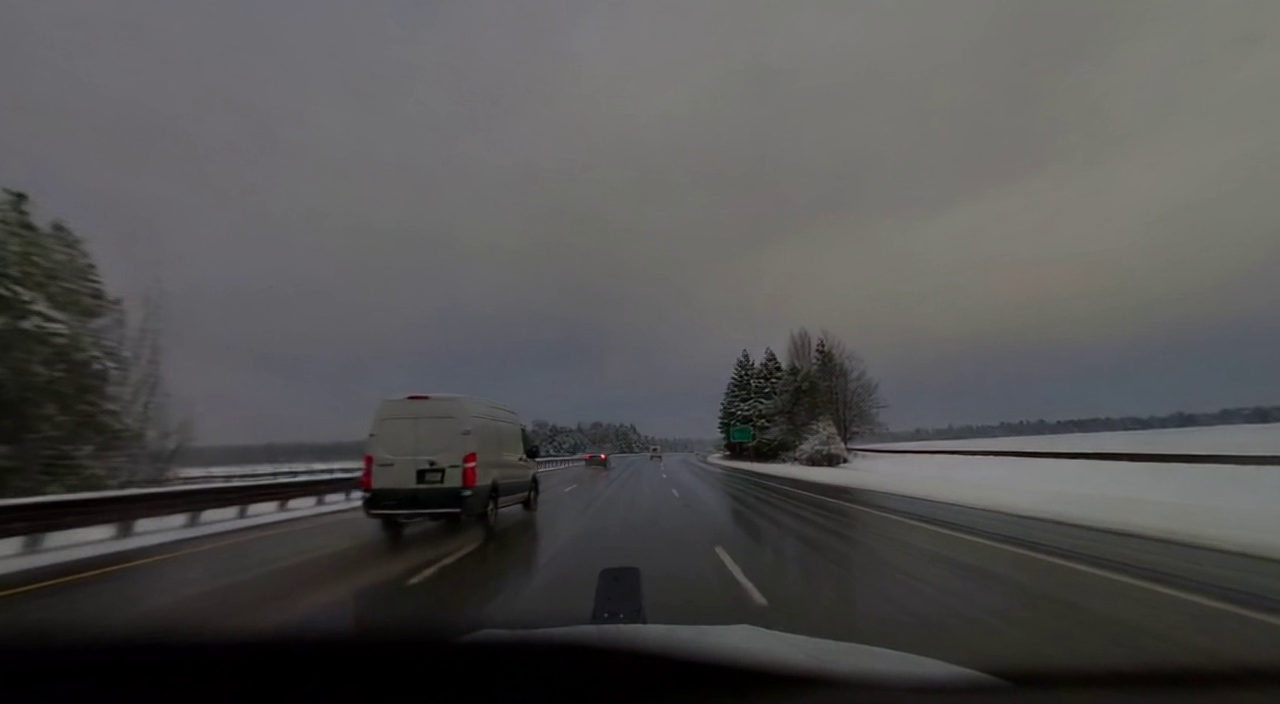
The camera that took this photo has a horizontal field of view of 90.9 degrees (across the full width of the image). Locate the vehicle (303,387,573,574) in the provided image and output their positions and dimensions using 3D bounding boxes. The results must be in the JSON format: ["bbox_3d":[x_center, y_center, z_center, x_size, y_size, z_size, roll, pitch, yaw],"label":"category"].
[{"bbox_3d":[-2.506,1.806,9.484,2.219,2.033,4.911,-1,-9,3],"label":"vehicle"}]

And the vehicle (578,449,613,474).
[{"bbox_3d":[-2.895,7.254,41.885,1.959,1.571,4.313,0,-9,1],"label":"vehicle"}]
